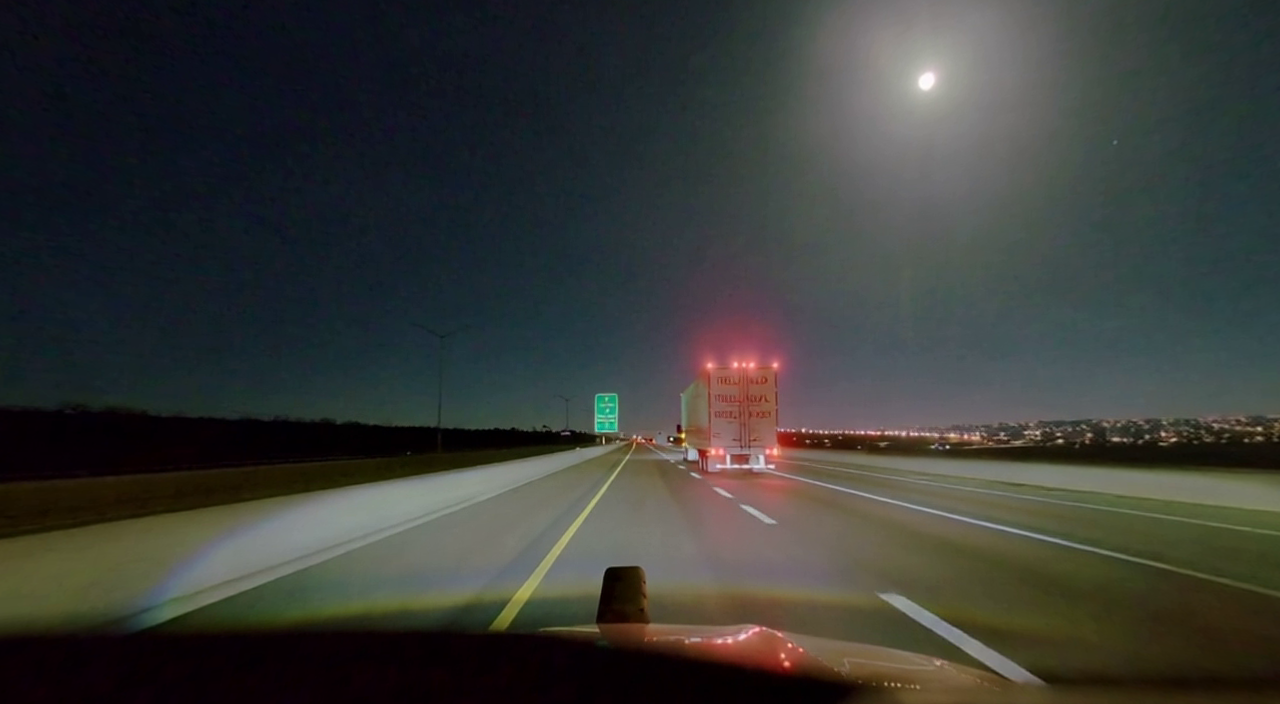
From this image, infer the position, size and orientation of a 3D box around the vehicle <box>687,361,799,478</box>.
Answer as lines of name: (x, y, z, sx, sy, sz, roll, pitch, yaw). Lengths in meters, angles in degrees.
vehicle: (4.124, 3.358, 29.123, 3.006, 4.093, 14.142, 0, -8, 1)
